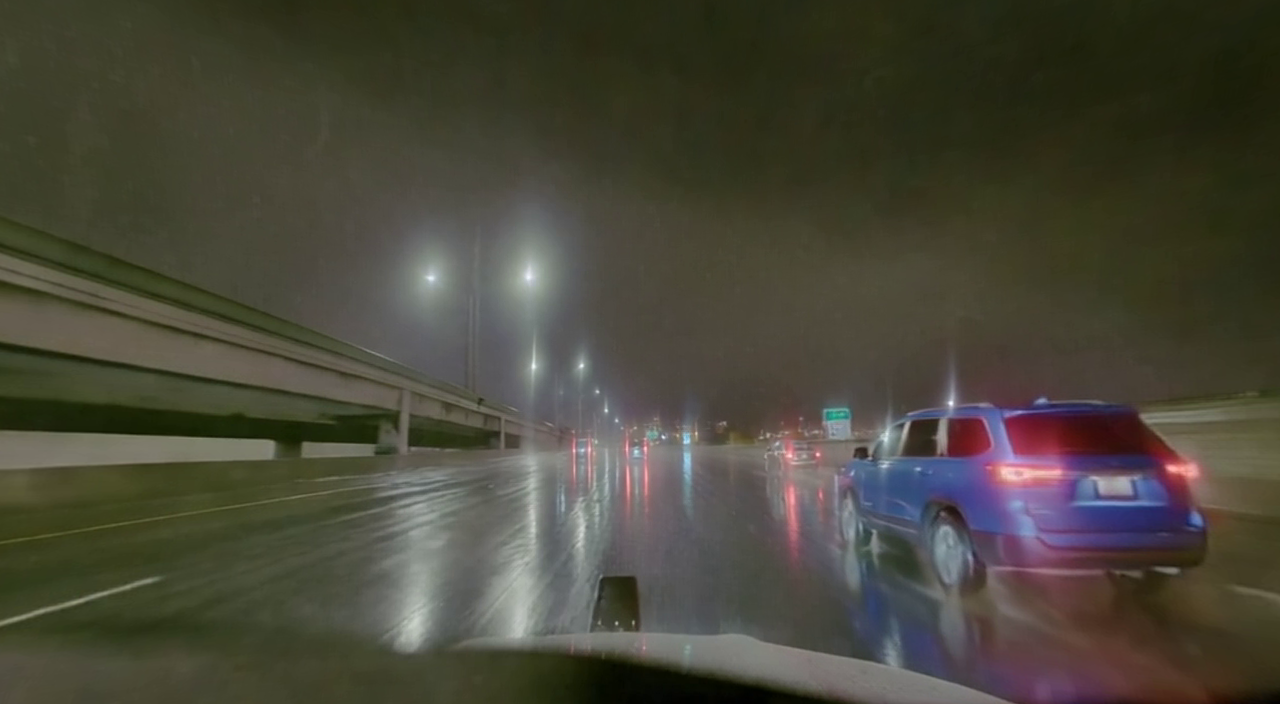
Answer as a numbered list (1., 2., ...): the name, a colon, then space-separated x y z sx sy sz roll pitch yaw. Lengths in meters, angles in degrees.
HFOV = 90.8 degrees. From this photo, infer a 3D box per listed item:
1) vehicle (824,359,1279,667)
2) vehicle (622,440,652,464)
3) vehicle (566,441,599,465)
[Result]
1. vehicle: 3.736 1.306 6.261 2.288 1.841 4.779 0 -8 -1
2. vehicle: -0.246 7.399 46.802 2.132 1.657 3.967 0 -8 -1
3. vehicle: -4.097 7.254 45.620 2.000 1.646 4.201 0 -8 -1
